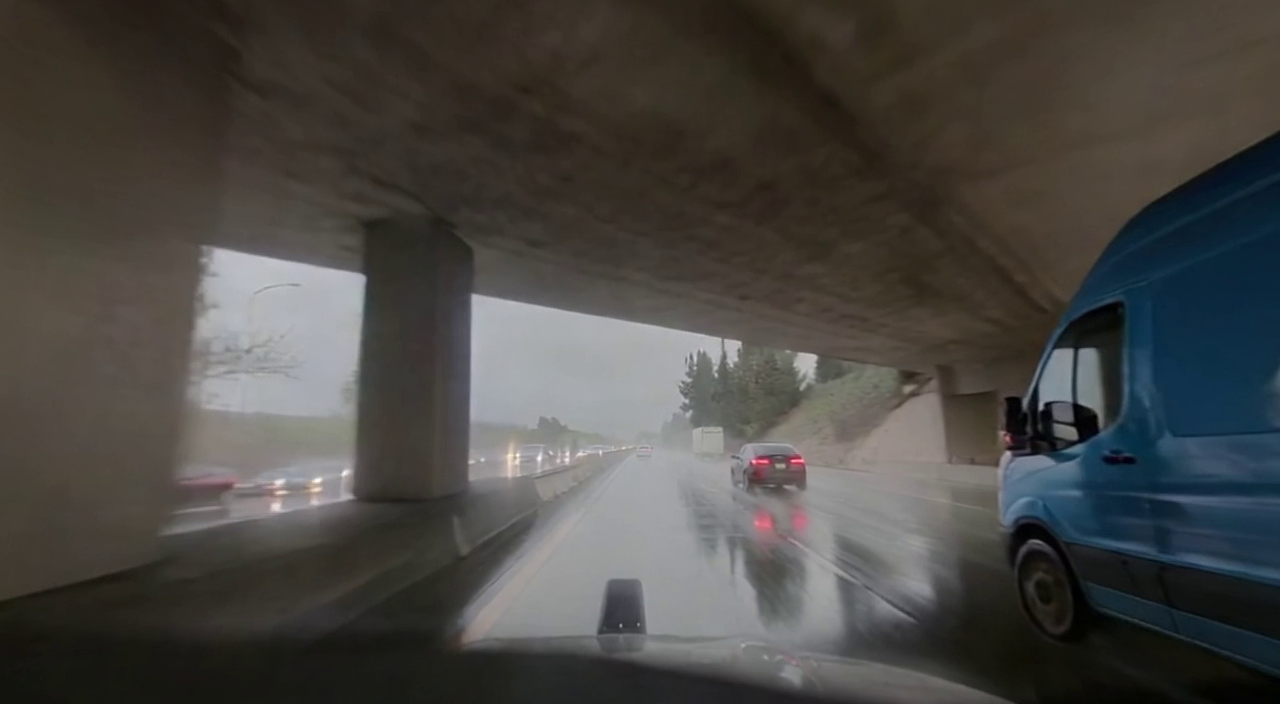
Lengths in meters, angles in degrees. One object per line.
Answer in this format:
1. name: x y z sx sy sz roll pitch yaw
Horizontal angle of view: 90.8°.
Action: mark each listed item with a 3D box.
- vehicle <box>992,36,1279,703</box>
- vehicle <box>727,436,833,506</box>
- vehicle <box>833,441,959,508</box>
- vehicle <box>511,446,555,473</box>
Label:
1. vehicle: 3.968 0.017 1.163 2.460 3.155 6.902 0 -9 -1
2. vehicle: 3.822 3.331 18.063 2.009 1.731 4.149 0 -9 -1
3. vehicle: 7.590 3.646 19.249 2.001 1.791 4.161 0 -9 -1
4. vehicle: -7.226 7.299 42.909 2.136 1.714 4.507 0 -9 1
